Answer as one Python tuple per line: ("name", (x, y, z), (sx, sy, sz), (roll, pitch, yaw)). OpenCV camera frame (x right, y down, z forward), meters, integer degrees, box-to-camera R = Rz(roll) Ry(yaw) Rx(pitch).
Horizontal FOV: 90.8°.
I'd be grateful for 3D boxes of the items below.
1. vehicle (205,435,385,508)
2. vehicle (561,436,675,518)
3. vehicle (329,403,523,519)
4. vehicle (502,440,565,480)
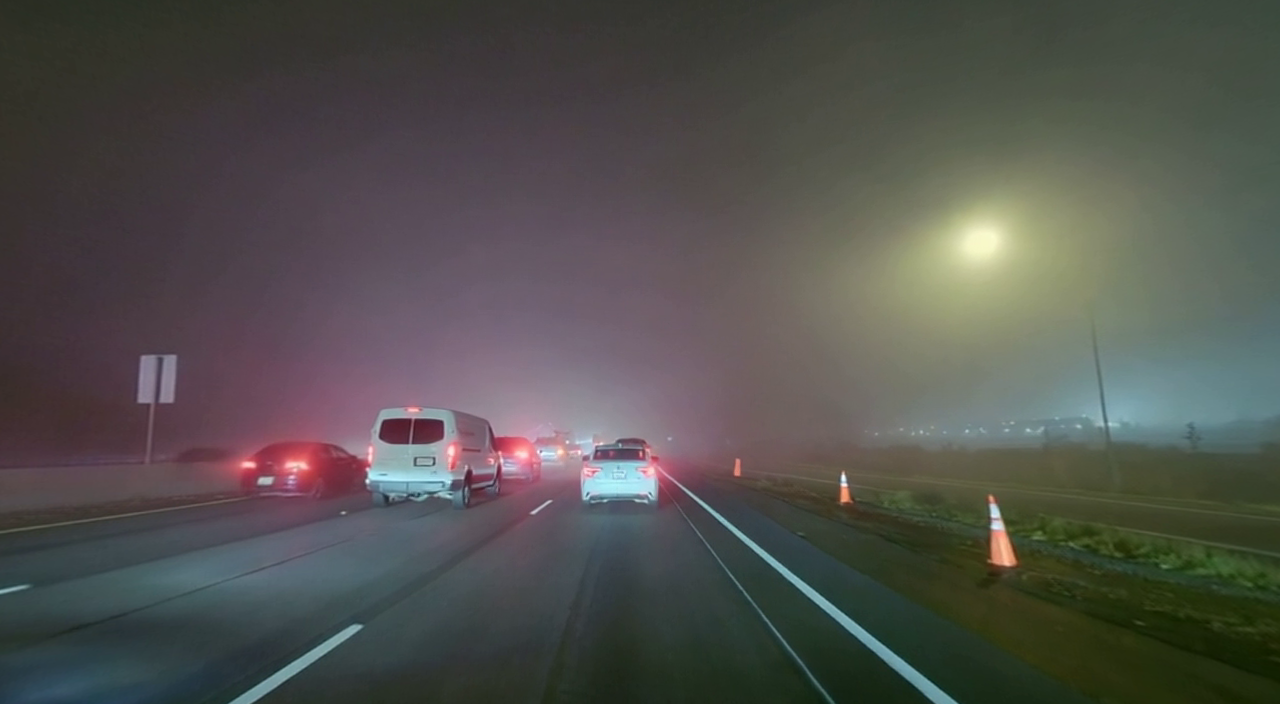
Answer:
("vehicle", (-8.035, 2.801, 15.286), (1.930, 1.506, 4.279), (0, -8, 0))
("vehicle", (-0.432, 2.577, 13.552), (2.069, 1.484, 3.918), (0, -9, -1))
("vehicle", (-4.274, 2.344, 13.995), (2.324, 2.012, 5.740), (0, -9, -1))
("vehicle", (-4.180, 4.320, 25.452), (1.824, 1.459, 4.007), (0, -9, 0))
